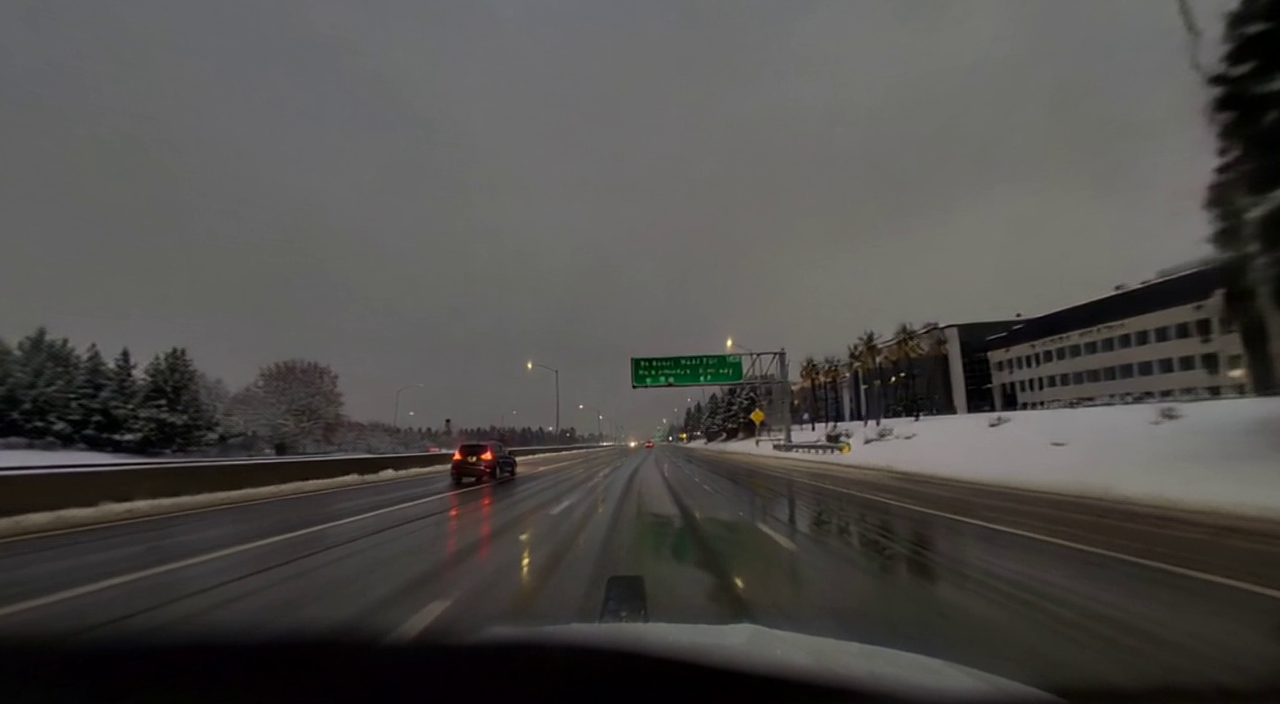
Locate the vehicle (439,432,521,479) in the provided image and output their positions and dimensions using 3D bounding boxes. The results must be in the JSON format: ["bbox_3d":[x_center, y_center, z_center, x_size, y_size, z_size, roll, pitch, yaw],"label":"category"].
[{"bbox_3d":[-6.671,4.363,26.879,2.145,1.793,4.762,0,-8,1],"label":"vehicle"}]
